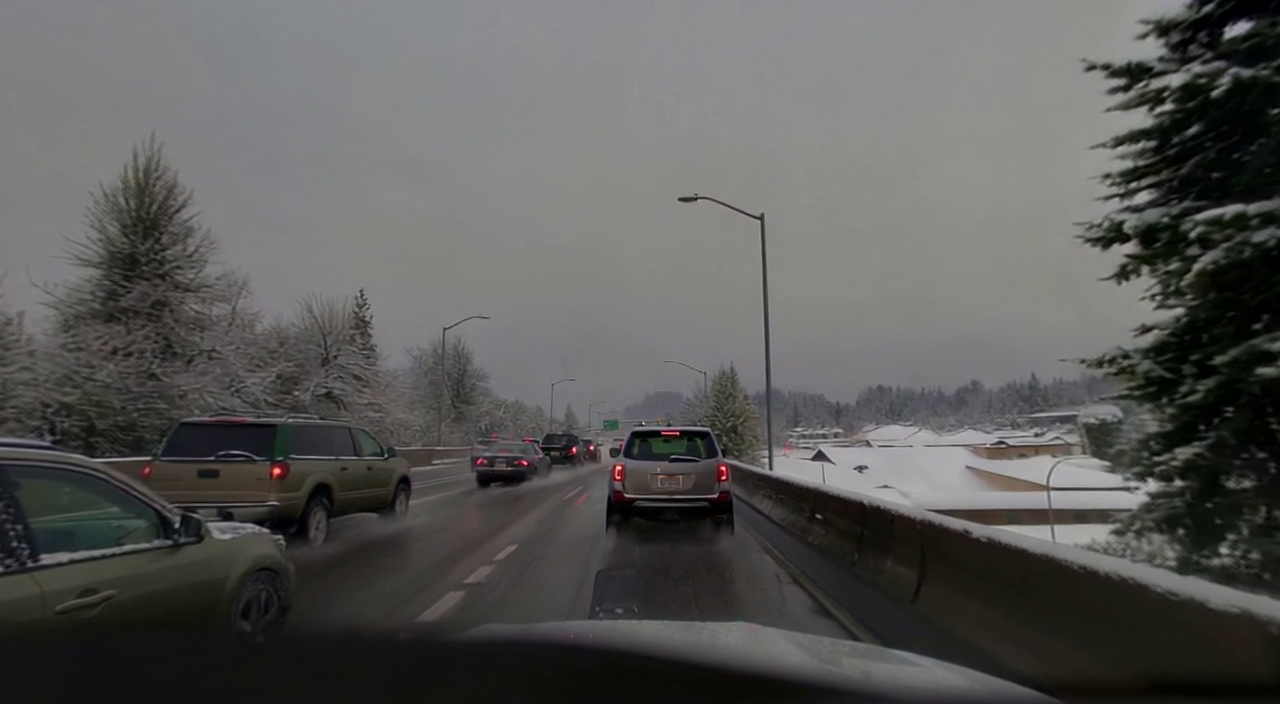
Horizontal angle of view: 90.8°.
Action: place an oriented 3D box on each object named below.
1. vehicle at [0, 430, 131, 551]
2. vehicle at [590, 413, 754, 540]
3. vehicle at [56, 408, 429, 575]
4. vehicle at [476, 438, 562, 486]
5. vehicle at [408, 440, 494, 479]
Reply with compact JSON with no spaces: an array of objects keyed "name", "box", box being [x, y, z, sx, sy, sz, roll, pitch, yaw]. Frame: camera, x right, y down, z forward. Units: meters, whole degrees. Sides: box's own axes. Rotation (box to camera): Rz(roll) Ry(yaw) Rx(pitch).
[{"name":"vehicle","box":[-8.992,1.692,7.586,1.892,1.498,4.417,-1,-9,4]},{"name":"vehicle","box":[0.508,2.042,10.931,2.235,1.716,4.435,-1,-9,2]},{"name":"vehicle","box":[-4.846,1.758,8.724,2.076,1.688,4.334,-1,-9,5]},{"name":"vehicle","box":[-4.023,3.718,21.652,1.868,1.470,4.105,-1,-9,4]},{"name":"vehicle","box":[-7.626,4.389,25.962,1.925,1.454,4.270,-1,-9,5]}]
